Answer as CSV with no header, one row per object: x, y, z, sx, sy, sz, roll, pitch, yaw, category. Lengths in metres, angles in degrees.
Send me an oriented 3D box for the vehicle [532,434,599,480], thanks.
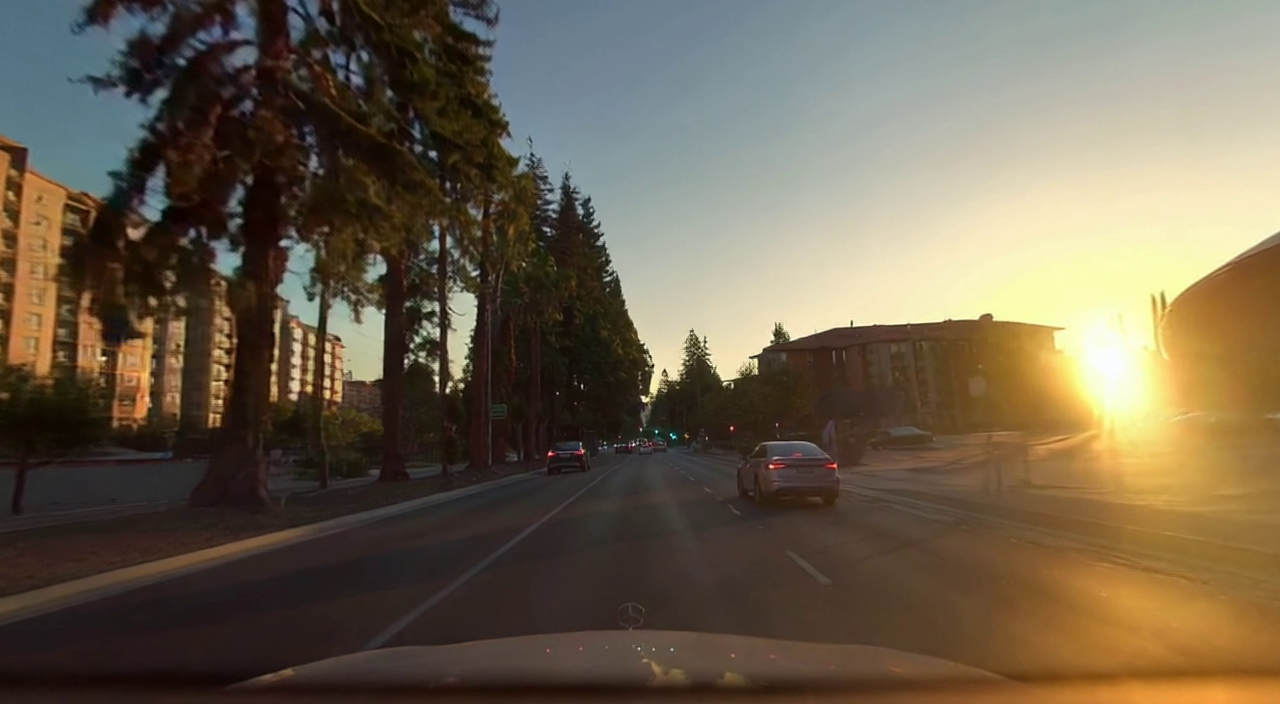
-3.154,4.572,27.725,2.216,1.828,4.886,0,-8,2,vehicle

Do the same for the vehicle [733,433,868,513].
3.420,2.663,14.373,1.945,1.530,4.320,0,-8,0,vehicle
